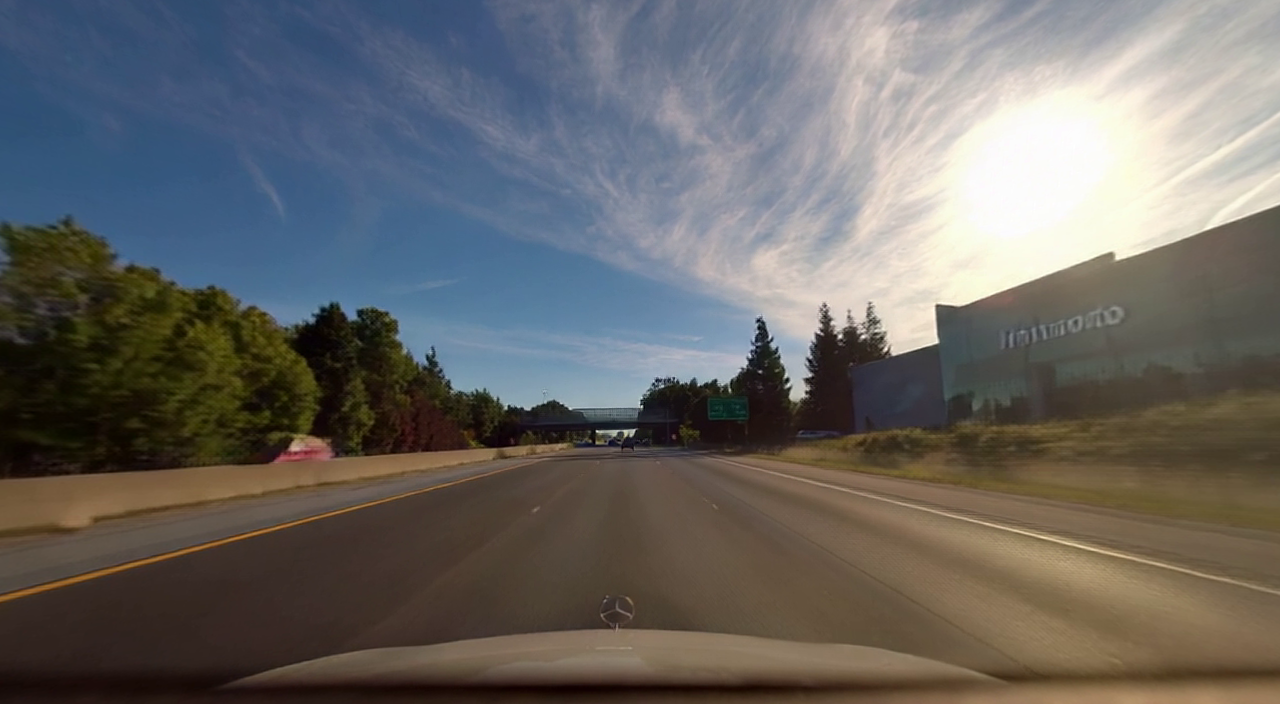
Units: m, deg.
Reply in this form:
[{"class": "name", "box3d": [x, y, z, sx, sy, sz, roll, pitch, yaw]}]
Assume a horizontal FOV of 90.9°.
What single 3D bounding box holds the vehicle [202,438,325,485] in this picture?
[{"class": "vehicle", "box3d": [-13.124, 3.810, 22.314, 1.835, 1.477, 4.190, 0, -8, -1]}]
